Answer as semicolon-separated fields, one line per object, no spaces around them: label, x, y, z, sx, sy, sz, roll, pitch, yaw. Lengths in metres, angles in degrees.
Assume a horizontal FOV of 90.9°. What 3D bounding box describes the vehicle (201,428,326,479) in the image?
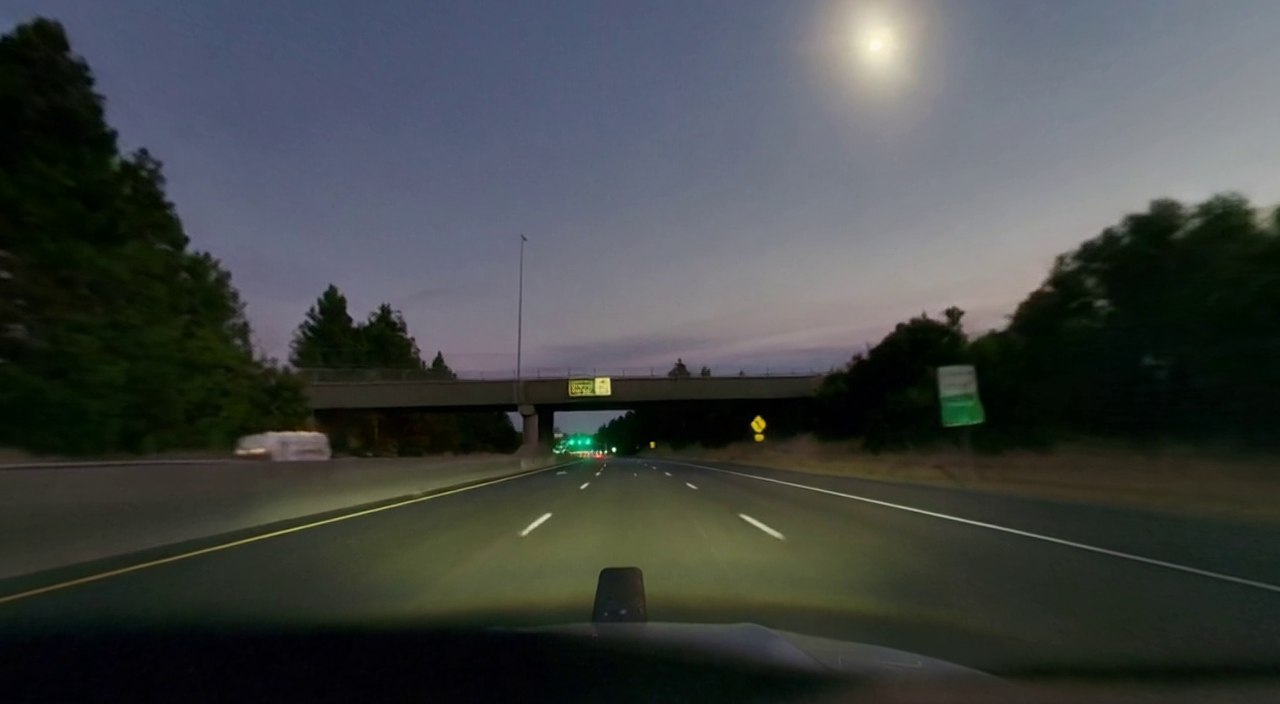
vehicle;-17.900;4.885;30.440;2.371;2.175;5.880;0;-9;0
